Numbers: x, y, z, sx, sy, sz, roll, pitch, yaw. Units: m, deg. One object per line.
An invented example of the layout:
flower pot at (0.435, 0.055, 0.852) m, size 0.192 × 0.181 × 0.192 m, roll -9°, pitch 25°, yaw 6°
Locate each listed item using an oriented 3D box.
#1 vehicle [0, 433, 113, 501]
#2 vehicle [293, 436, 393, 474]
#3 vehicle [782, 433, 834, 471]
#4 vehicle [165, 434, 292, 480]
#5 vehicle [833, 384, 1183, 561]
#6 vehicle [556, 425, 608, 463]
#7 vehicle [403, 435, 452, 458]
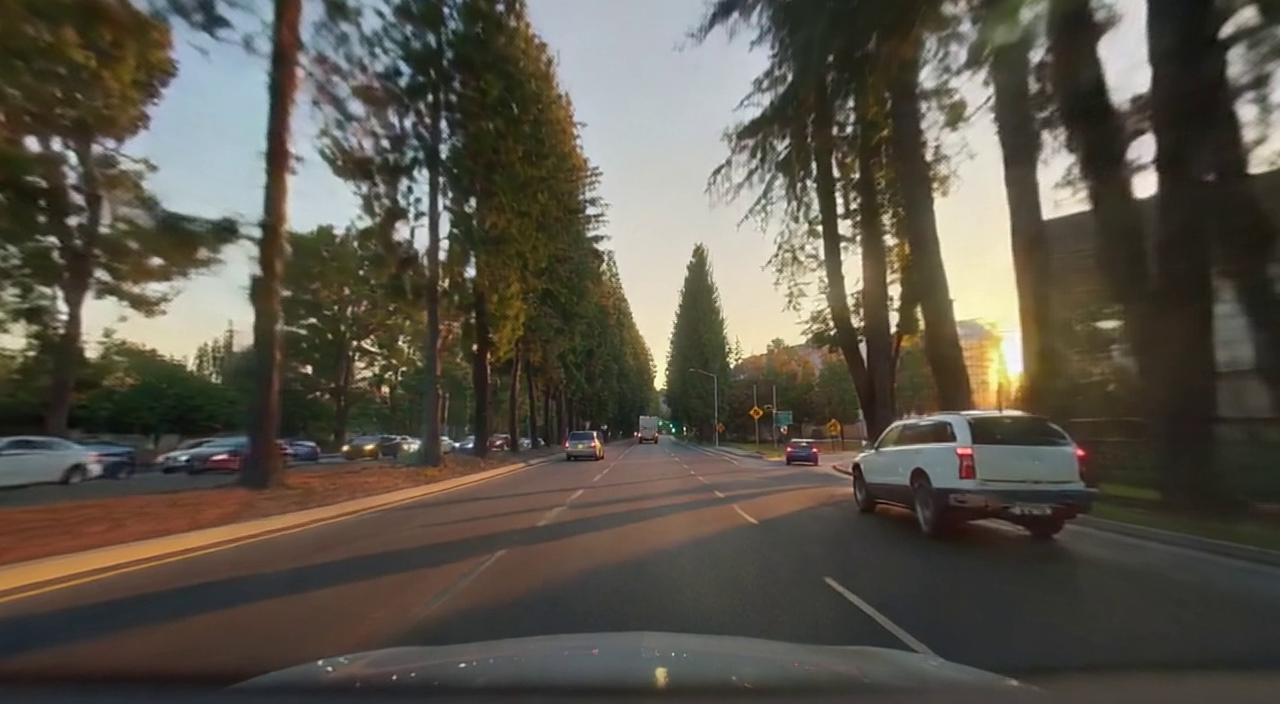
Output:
vehicle at (-16.876, 2.975, 16.411) m, size 2.176 × 1.646 × 4.643 m, roll 0°, pitch -8°, yaw 1°
vehicle at (-12.892, 4.500, 27.710) m, size 2.053 × 1.496 × 4.569 m, roll 0°, pitch -8°, yaw 2°
vehicle at (8.470, 5.087, 32.115) m, size 2.280 × 1.757 × 4.572 m, roll -2°, pitch -9°, yaw 12°
vehicle at (-16.838, 4.317, 26.160) m, size 2.059 × 1.688 × 4.657 m, roll 0°, pitch -8°, yaw 1°
vehicle at (5.111, 1.818, 10.264) m, size 2.381 × 2.008 × 5.971 m, roll -1°, pitch -8°, yaw 4°
vehicle at (-3.091, 5.086, 34.722) m, size 2.255 × 1.940 × 4.822 m, roll 0°, pitch -8°, yaw 2°
vehicle at (-16.229, 7.211, 48.340) m, size 2.042 × 1.654 × 4.603 m, roll 0°, pitch -8°, yaw 1°
